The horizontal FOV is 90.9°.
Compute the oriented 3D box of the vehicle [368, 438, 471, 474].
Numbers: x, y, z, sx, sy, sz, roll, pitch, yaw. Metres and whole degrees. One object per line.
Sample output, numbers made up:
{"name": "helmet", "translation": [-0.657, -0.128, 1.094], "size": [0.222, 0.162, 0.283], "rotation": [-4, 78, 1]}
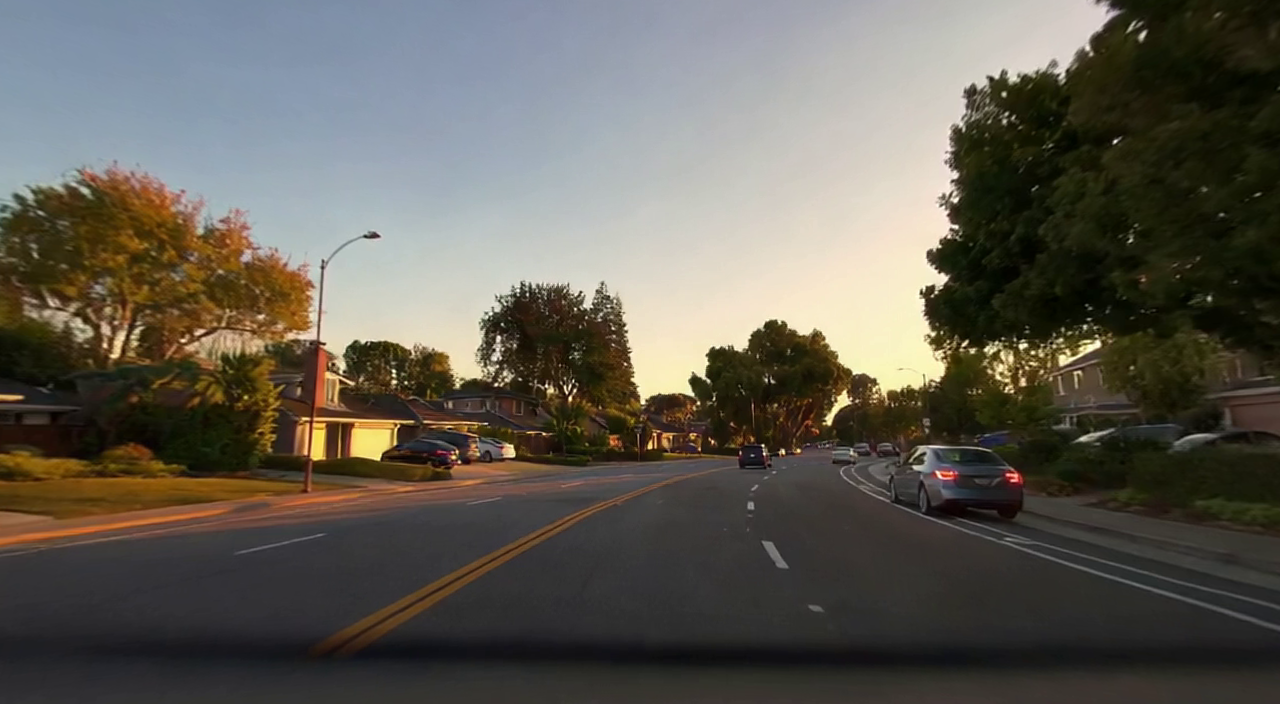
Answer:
{"name": "vehicle", "translation": [-11.507, 5.385, 32.950], "size": [4.646, 1.502, 1.874], "rotation": [2, -7, 11]}

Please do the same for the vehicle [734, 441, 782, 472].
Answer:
{"name": "vehicle", "translation": [7.040, 6.115, 37.155], "size": [2.106, 1.667, 4.367], "rotation": [-3, -9, 19]}

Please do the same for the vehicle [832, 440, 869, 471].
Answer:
{"name": "vehicle", "translation": [13.939, 6.792, 41.654], "size": [2.059, 1.924, 4.257], "rotation": [-3, -9, 20]}

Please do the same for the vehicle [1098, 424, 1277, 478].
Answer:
{"name": "vehicle", "translation": [17.584, 3.200, 20.485], "size": [3.714, 1.601, 2.092], "rotation": [-2, -9, 13]}

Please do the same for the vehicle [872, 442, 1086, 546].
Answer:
{"name": "vehicle", "translation": [5.808, 2.419, 11.524], "size": [1.934, 1.506, 4.282], "rotation": [-1, -9, 7]}
